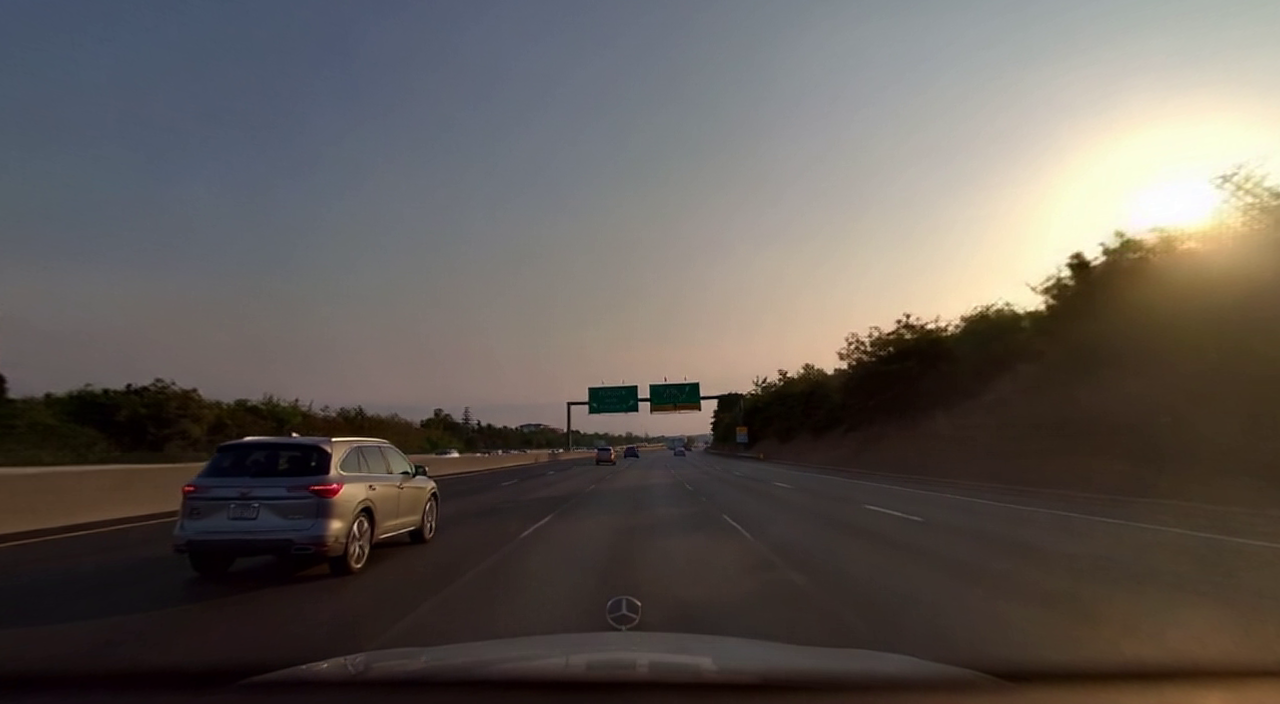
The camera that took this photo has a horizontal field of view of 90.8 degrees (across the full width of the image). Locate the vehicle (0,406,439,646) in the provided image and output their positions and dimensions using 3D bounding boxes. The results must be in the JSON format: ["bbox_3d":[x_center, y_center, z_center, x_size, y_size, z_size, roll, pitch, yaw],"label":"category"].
[{"bbox_3d":[-3.780,1.501,6.455,2.016,1.623,4.126,0,-9,1],"label":"vehicle"}]
